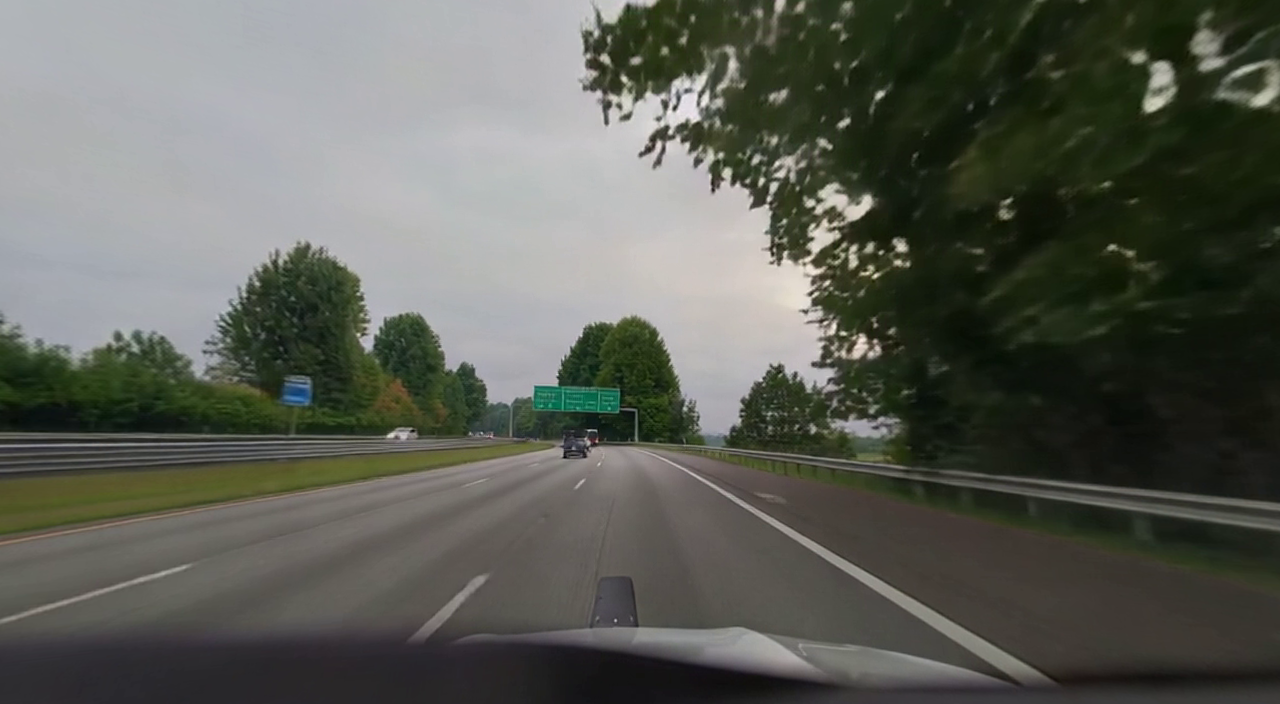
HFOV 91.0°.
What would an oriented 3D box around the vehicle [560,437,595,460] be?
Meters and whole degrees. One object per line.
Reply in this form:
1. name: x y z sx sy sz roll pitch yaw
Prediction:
1. vehicle: -4.585 7.128 46.626 2.217 1.604 4.614 0 -8 -1
